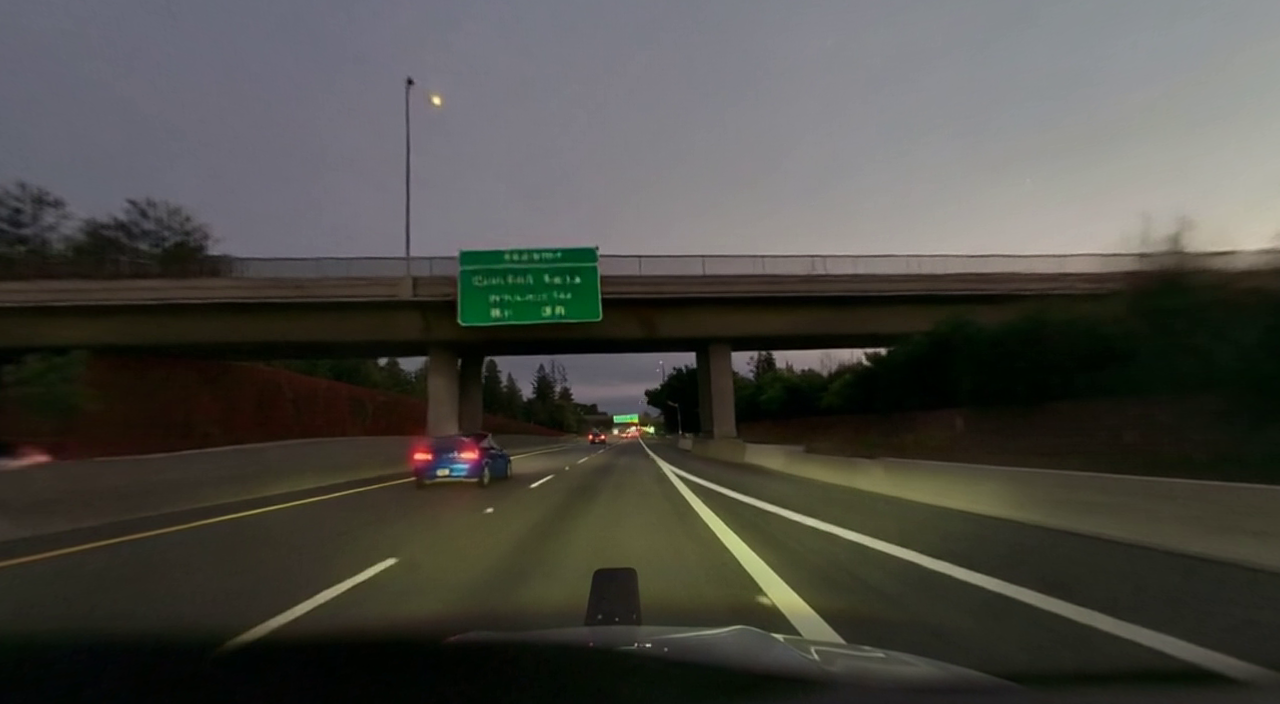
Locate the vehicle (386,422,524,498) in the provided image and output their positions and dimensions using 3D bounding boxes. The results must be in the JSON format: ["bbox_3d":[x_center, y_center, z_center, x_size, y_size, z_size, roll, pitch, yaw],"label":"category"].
[{"bbox_3d":[-4.431,2.632,15.939,2.086,1.624,4.607,0,-8,0],"label":"vehicle"}]
